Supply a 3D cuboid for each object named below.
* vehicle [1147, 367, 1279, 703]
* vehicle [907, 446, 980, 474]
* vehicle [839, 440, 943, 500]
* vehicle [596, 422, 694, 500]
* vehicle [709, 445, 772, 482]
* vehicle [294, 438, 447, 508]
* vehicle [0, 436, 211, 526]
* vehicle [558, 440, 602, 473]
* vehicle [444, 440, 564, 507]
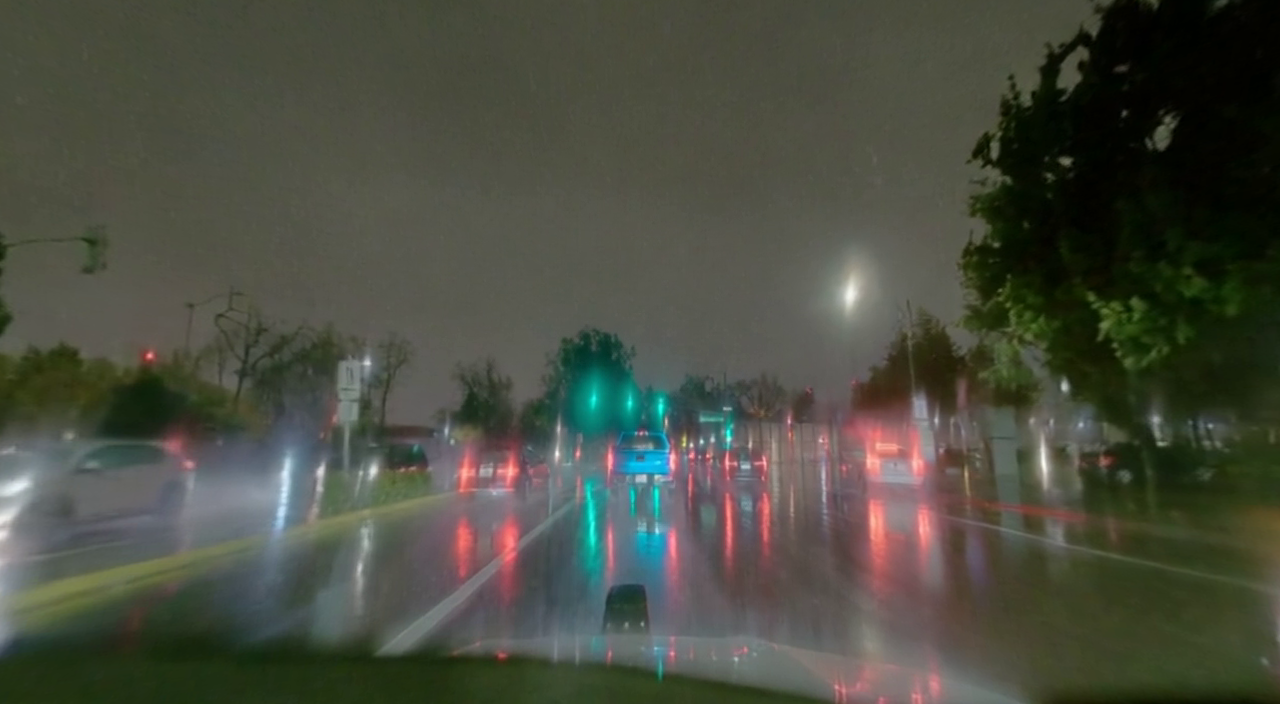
[{"bbox_3d":[3.455,0.653,0.933,1.955,1.628,4.152,0,-8,1],"label":"vehicle"},{"bbox_3d":[22.591,7.956,46.881,5.227,1.935,2.289,5,-10,-32],"label":"vehicle"},{"bbox_3d":[8.928,4.191,22.910,2.126,1.820,4.521,2,-8,3],"label":"vehicle"},{"bbox_3d":[0.124,3.136,18.505,2.493,1.934,4.957,0,-8,0],"label":"vehicle"},{"bbox_3d":[4.271,4.789,27.505,1.968,1.472,4.456,0,-8,0],"label":"vehicle"},{"bbox_3d":[-6.652,3.010,16.205,1.907,1.541,4.364,0,-8,1],"label":"vehicle"},{"bbox_3d":[-12.165,2.765,14.136,2.054,1.662,4.384,0,-8,-1],"label":"vehicle"},{"bbox_3d":[-3.328,5.840,35.508,2.018,1.700,4.142,0,-8,1],"label":"vehicle"},{"bbox_3d":[-3.280,3.019,16.194,1.986,1.465,4.509,0,-8,1],"label":"vehicle"}]
